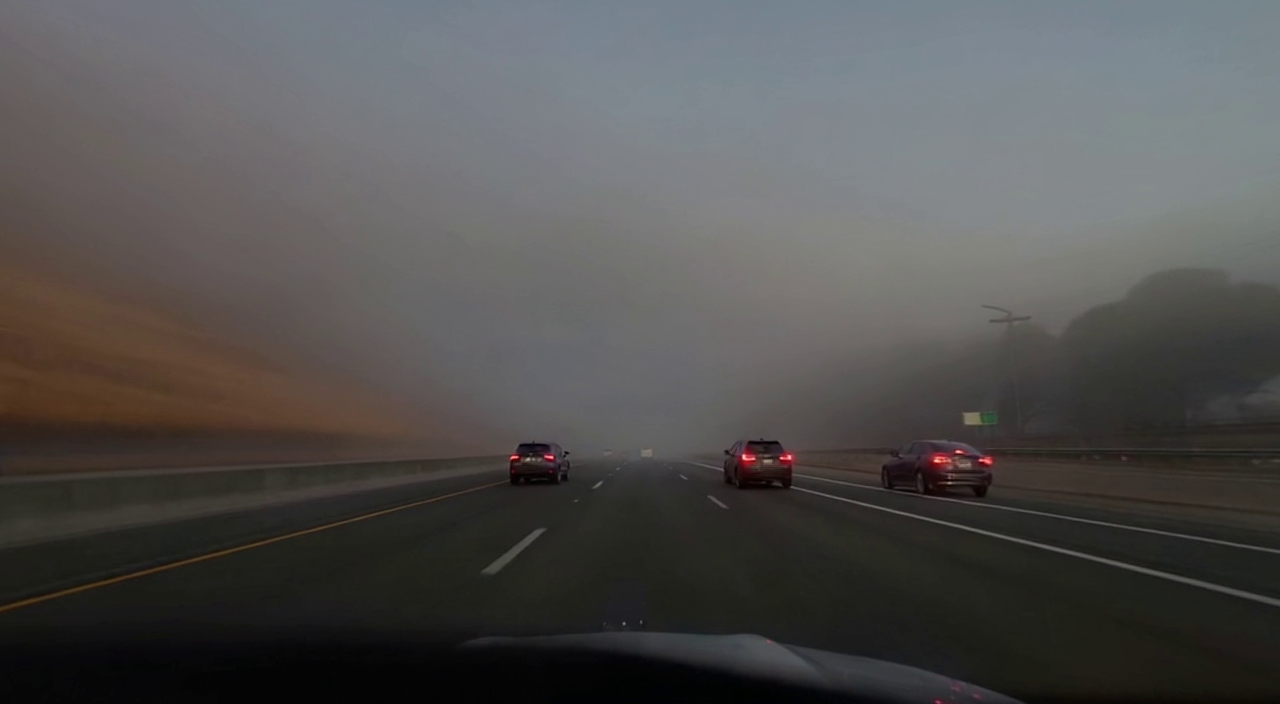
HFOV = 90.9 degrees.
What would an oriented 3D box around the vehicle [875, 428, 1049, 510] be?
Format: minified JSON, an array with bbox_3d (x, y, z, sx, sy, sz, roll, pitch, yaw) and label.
[{"bbox_3d":[7.679,2.802,15.632,1.998,1.717,4.338,0,-8,0],"label":"vehicle"}]

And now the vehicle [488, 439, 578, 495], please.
[{"bbox_3d":[-3.476,3.831,21.443,2.166,1.672,4.388,-1,-8,2],"label":"vehicle"}]

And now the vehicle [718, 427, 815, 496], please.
[{"bbox_3d":[3.924,3.488,20.521,2.121,1.925,5.056,0,-8,0],"label":"vehicle"}]
